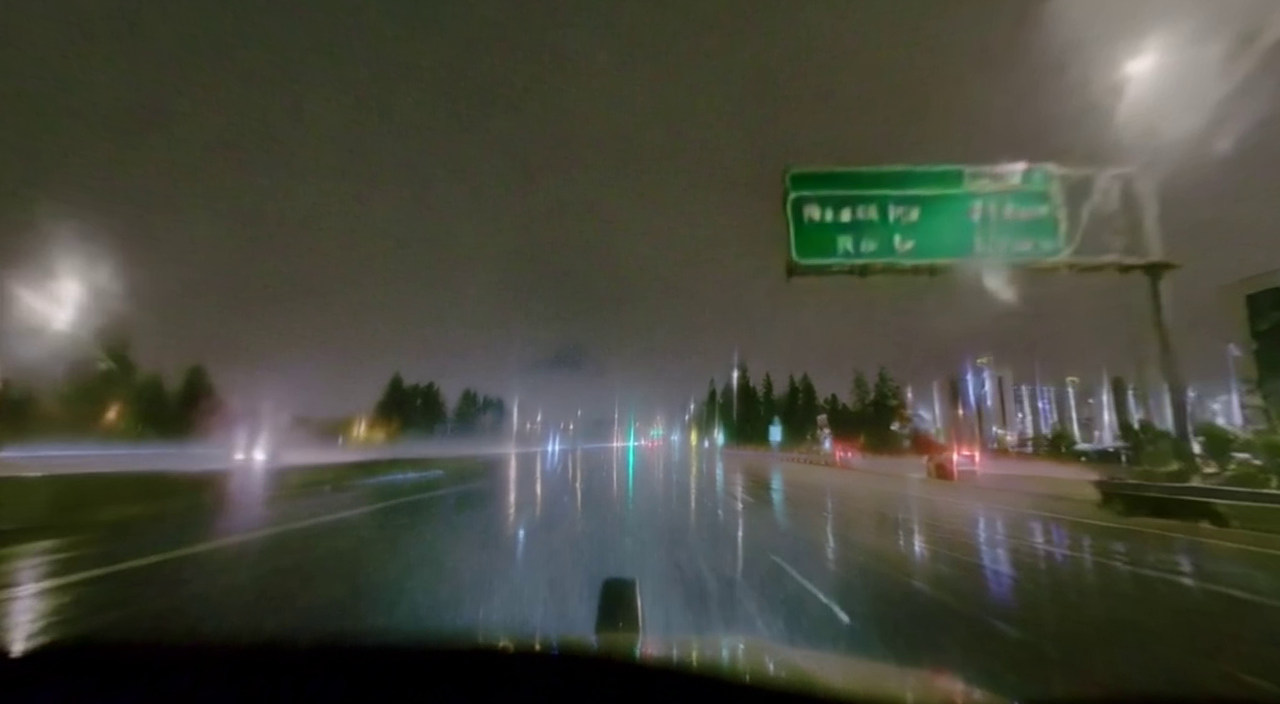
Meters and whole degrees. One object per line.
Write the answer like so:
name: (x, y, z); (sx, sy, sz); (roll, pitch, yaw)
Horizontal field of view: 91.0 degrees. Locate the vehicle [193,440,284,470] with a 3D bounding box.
vehicle: (-27.480, 7.077, 43.429); (2.244, 1.913, 5.868); (0, -9, 1)
